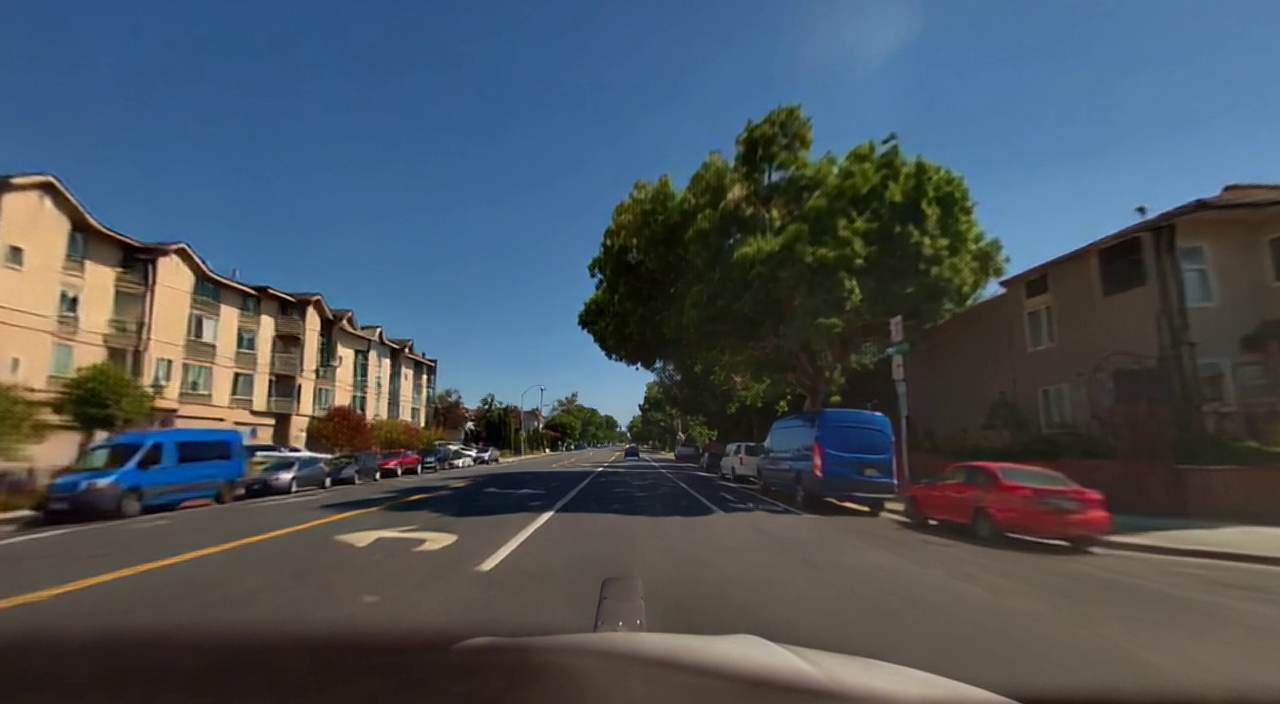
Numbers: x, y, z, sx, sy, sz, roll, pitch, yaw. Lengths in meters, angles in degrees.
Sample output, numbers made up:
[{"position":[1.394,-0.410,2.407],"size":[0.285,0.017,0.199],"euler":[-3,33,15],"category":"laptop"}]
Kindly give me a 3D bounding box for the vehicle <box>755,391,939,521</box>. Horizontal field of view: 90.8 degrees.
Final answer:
[{"position":[4.831,2.575,16.081],"size":[2.414,2.670,5.833],"euler":[1,-8,-3],"category":"vehicle"}]

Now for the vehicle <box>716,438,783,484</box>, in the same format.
[{"position":[4.480,4.506,26.539],"size":[1.927,1.718,4.679],"euler":[0,-8,0],"category":"vehicle"}]

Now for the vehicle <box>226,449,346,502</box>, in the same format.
[{"position":[-12.484,4.335,22.677],"size":[1.892,1.472,4.523],"euler":[-3,-7,-3],"category":"vehicle"}]

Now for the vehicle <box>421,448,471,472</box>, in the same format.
[{"position":[-13.091,7.305,42.891],"size":[1.954,1.491,4.633],"euler":[0,-8,-1],"category":"vehicle"}]

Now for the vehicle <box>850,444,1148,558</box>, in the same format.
[{"position":[5.541,2.283,10.578],"size":[1.848,1.468,4.332],"euler":[2,-9,-12],"category":"vehicle"}]

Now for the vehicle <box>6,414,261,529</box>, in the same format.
[{"position":[-12.646,2.933,16.487],"size":[2.164,2.386,5.460],"euler":[-2,-7,-1],"category":"vehicle"}]
